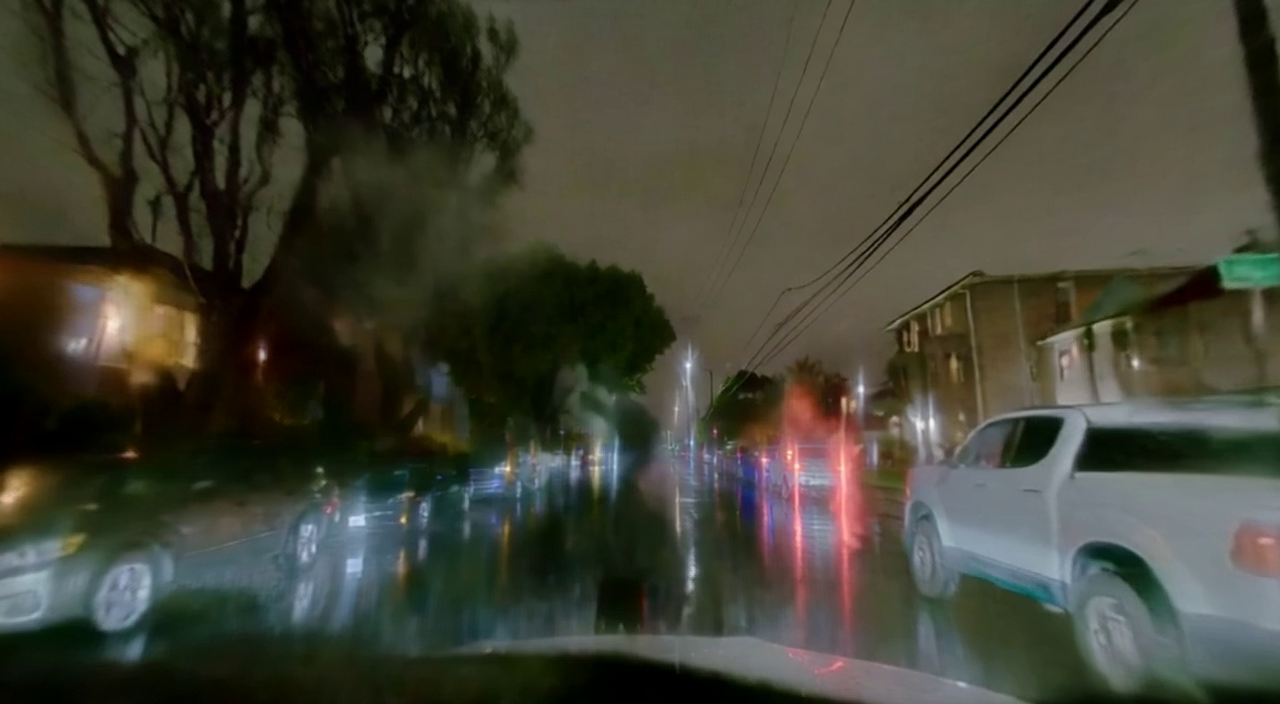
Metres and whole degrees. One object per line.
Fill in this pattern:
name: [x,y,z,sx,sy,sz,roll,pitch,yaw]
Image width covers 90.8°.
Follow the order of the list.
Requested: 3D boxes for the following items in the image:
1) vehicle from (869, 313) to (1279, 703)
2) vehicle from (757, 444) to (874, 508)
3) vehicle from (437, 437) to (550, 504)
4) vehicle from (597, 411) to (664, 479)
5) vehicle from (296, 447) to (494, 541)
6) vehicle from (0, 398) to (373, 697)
vehicle: [3.590,1.119,4.513,2.182,1.900,4.779,0,-8,1]
vehicle: [4.515,3.230,17.002,1.813,1.468,4.267,0,-8,-2]
vehicle: [-4.343,3.576,19.748,2.002,1.781,5.380,0,-8,3]
vehicle: [-0.282,4.495,30.482,2.716,2.887,6.781,-1,-8,4]
vehicle: [-4.540,2.659,12.670,1.861,1.474,4.749,0,-8,3]
vehicle: [-4.925,1.560,6.431,2.203,1.815,4.972,0,-8,0]
